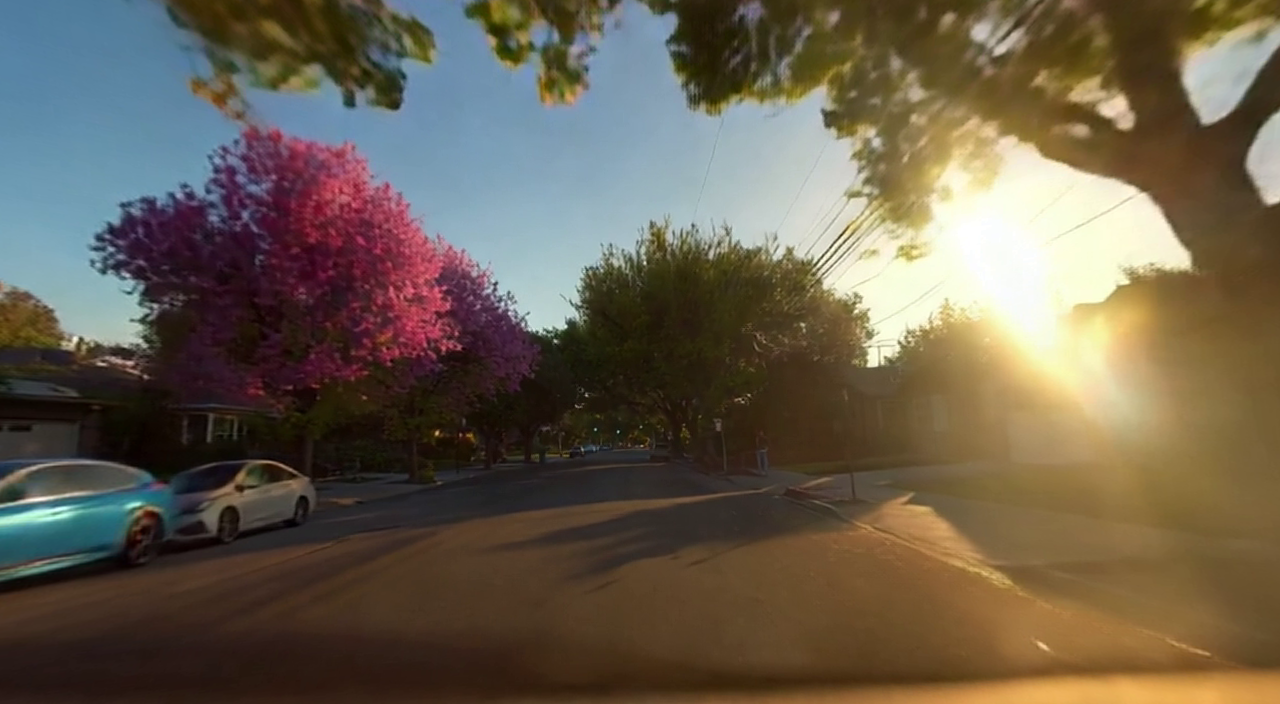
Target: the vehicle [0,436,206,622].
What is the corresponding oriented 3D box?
[{"bbox_3d":[-6.378,1.632,6.103,1.874,1.497,4.233,-2,-7,-8],"label":"vehicle"}]
